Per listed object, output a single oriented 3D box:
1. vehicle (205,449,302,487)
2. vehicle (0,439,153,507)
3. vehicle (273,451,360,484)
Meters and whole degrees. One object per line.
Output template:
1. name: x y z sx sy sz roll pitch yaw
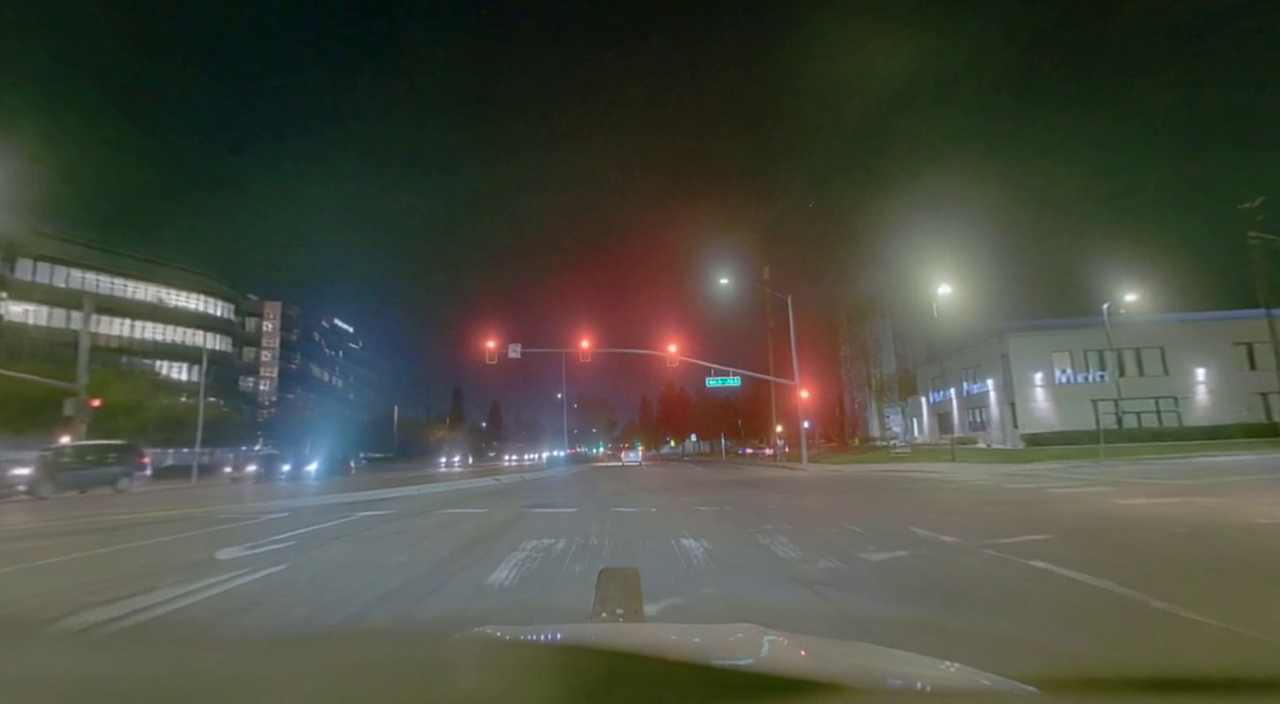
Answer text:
1. vehicle: -19.703 5.897 32.473 2.093 1.654 4.601 -3 -8 0
2. vehicle: -19.910 4.012 21.424 2.380 1.963 5.458 -2 -8 1
3. vehicle: -16.368 5.829 32.297 1.922 1.448 4.702 -2 -8 1
